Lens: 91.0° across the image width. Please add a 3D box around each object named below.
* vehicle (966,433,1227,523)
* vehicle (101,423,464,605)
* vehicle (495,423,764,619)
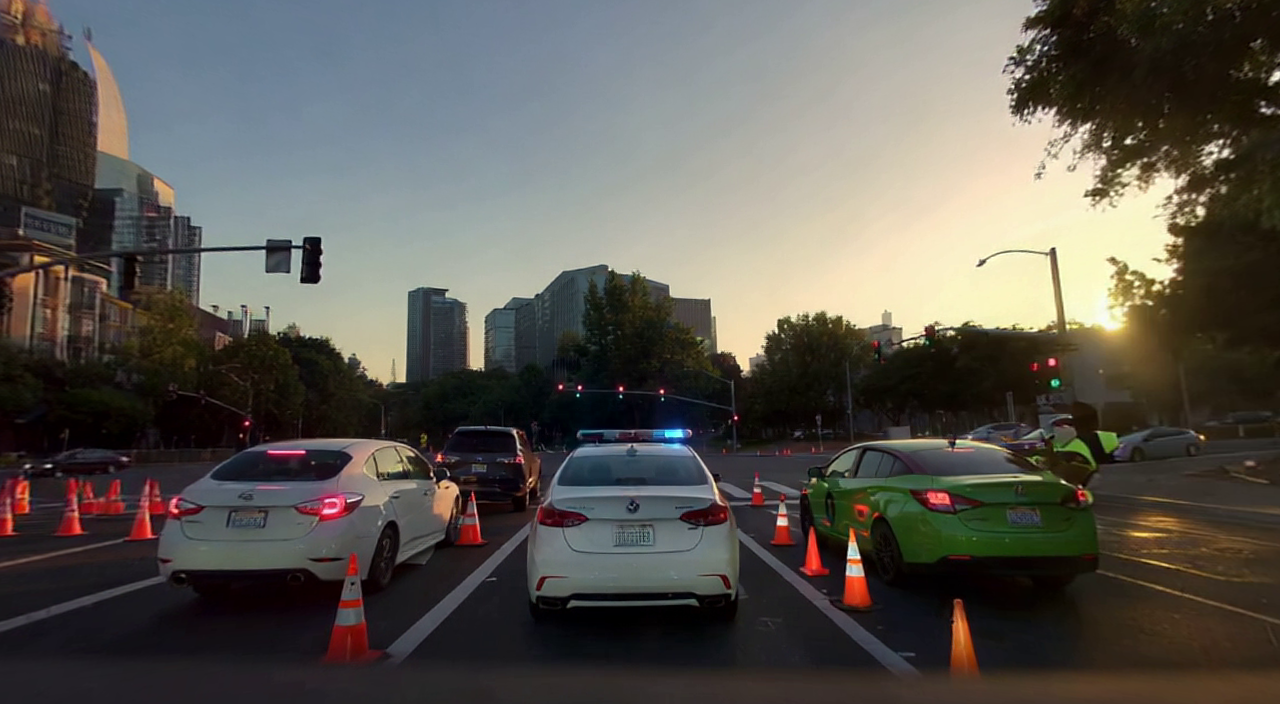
[{"bbox_3d":[9.359,2.589,13.579,1.957,1.576,4.670,0,-9,-3],"label":"vehicle"},{"bbox_3d":[-3.604,1.674,7.400,1.863,1.526,4.006,0,-8,1],"label":"vehicle"},{"bbox_3d":[-0.123,1.625,7.076,2.061,1.486,4.332,0,-8,-1],"label":"vehicle"}]
